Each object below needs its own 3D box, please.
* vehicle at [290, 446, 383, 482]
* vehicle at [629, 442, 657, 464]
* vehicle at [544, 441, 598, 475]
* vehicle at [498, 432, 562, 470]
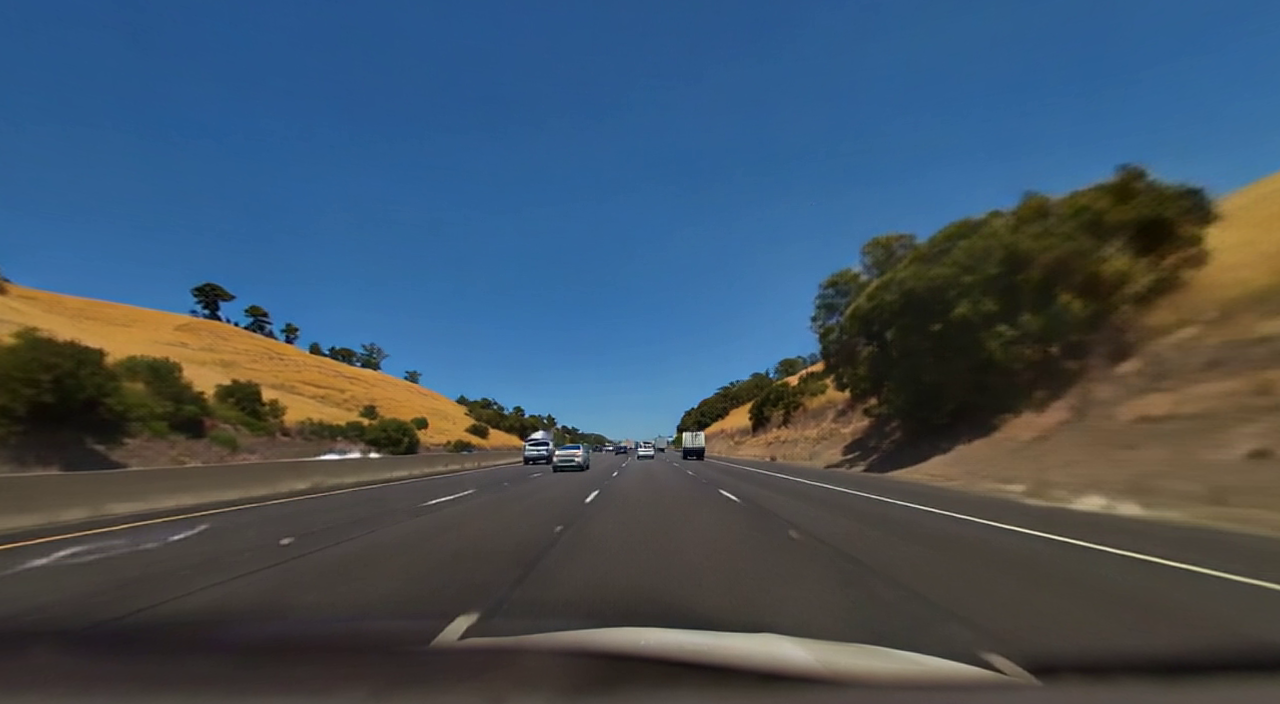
[{"bbox_3d":[-13.289,4.884,27.967,1.795,1.445,4.482,0,-8,1],"label":"vehicle"},{"bbox_3d":[0.229,7.663,48.006,2.031,1.566,3.904,0,-8,0],"label":"vehicle"},{"bbox_3d":[-3.303,5.170,31.038,2.091,1.552,4.516,0,-8,1],"label":"vehicle"},{"bbox_3d":[-6.419,5.899,37.683,2.589,2.063,6.206,0,-8,1],"label":"vehicle"}]
